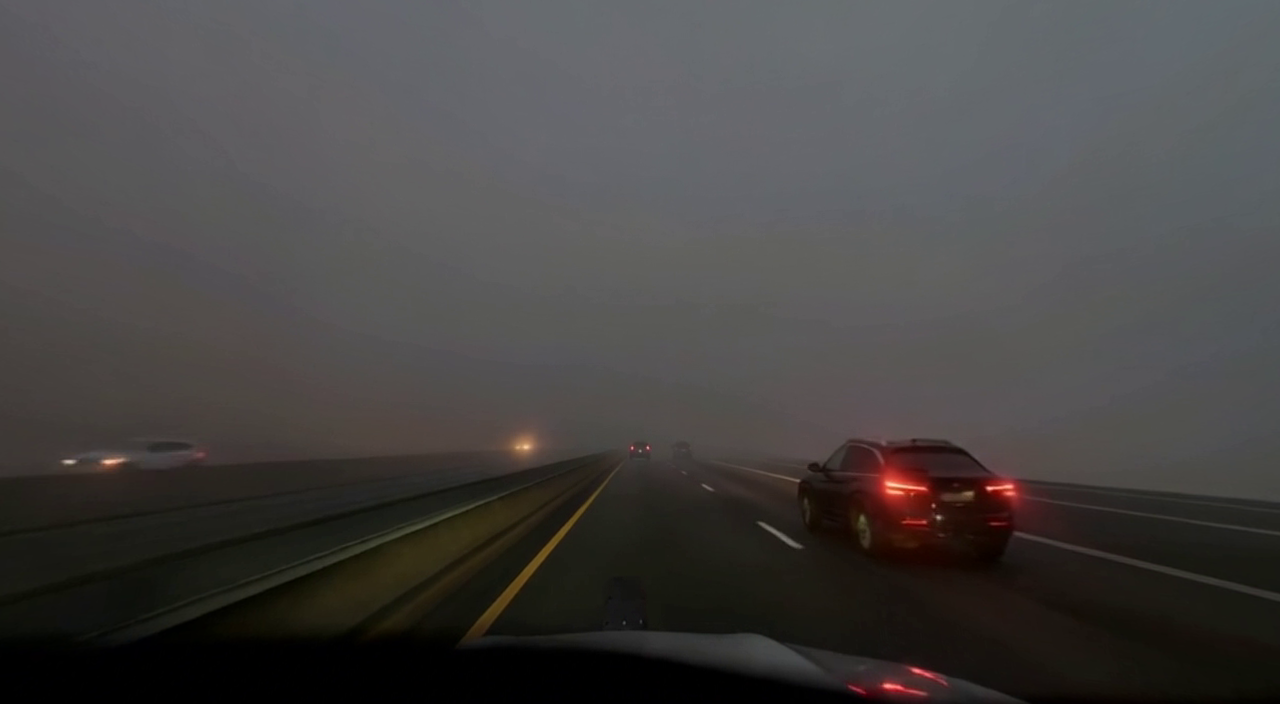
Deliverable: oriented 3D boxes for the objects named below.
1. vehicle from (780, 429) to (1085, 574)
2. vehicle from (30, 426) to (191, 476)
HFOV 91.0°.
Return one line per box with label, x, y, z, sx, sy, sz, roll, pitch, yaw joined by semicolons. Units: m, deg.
vehicle;3.529;1.878;8.802;2.091;1.482;4.522;0;-8;0
vehicle;-16.842;3.183;20.325;1.775;1.448;3.844;0;-8;1
